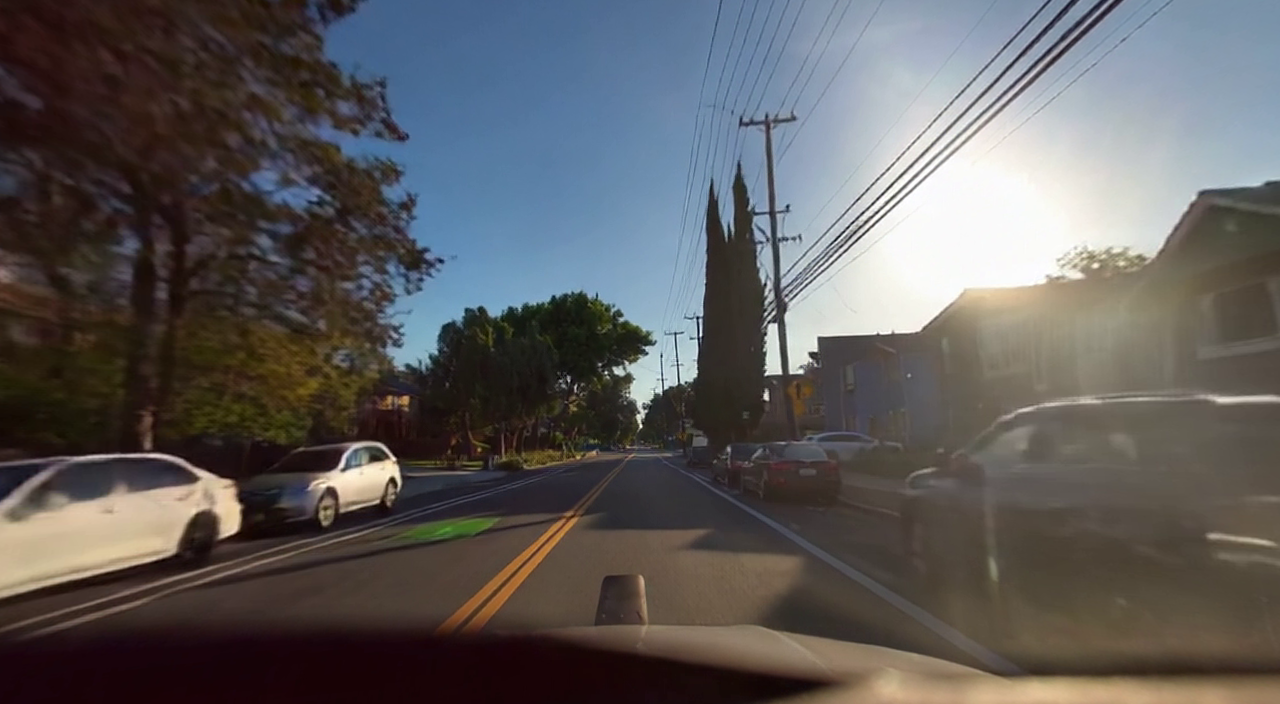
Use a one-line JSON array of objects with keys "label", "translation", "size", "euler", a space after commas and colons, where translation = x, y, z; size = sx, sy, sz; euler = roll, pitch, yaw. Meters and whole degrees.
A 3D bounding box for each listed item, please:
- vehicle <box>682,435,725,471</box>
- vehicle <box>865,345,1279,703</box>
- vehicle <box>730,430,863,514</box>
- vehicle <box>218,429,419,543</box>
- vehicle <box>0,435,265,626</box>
[{"label": "vehicle", "translation": [3.791, 6.144, 38.503], "size": [2.088, 2.019, 4.802], "euler": [0, -8, -1]}, {"label": "vehicle", "translation": [3.670, 1.146, 4.426], "size": [2.171, 1.796, 5.291], "euler": [0, -8, -1]}, {"label": "vehicle", "translation": [3.530, 2.793, 15.280], "size": [1.955, 1.665, 4.818], "euler": [0, -8, 0]}, {"label": "vehicle", "translation": [-6.398, 2.609, 13.285], "size": [1.947, 1.930, 4.306], "euler": [-2, -7, 0]}, {"label": "vehicle", "translation": [-6.394, 1.699, 6.592], "size": [2.084, 1.573, 4.599], "euler": [-2, -7, 1]}]
